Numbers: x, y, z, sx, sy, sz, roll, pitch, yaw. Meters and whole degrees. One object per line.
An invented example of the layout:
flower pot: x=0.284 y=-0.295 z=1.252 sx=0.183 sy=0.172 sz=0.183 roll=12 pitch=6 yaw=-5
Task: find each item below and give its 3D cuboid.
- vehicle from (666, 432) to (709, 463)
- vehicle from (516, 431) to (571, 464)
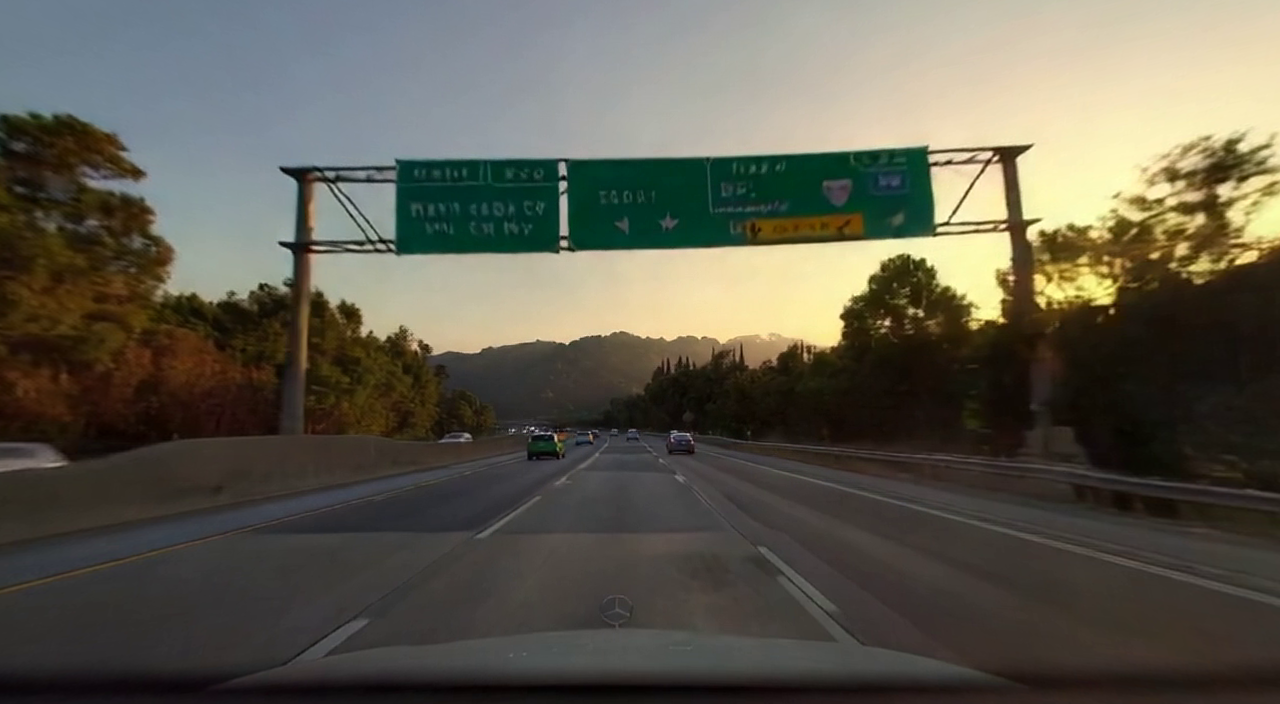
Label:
vehicle: x=2.361 y=4.771 z=31.845 sx=1.869 sy=1.466 sz=3.356 roll=0 pitch=-8 yaw=-1
vehicle: x=-4.741 y=4.739 z=31.651 sx=2.023 sy=1.512 sz=4.804 roll=0 pitch=-8 yaw=0
